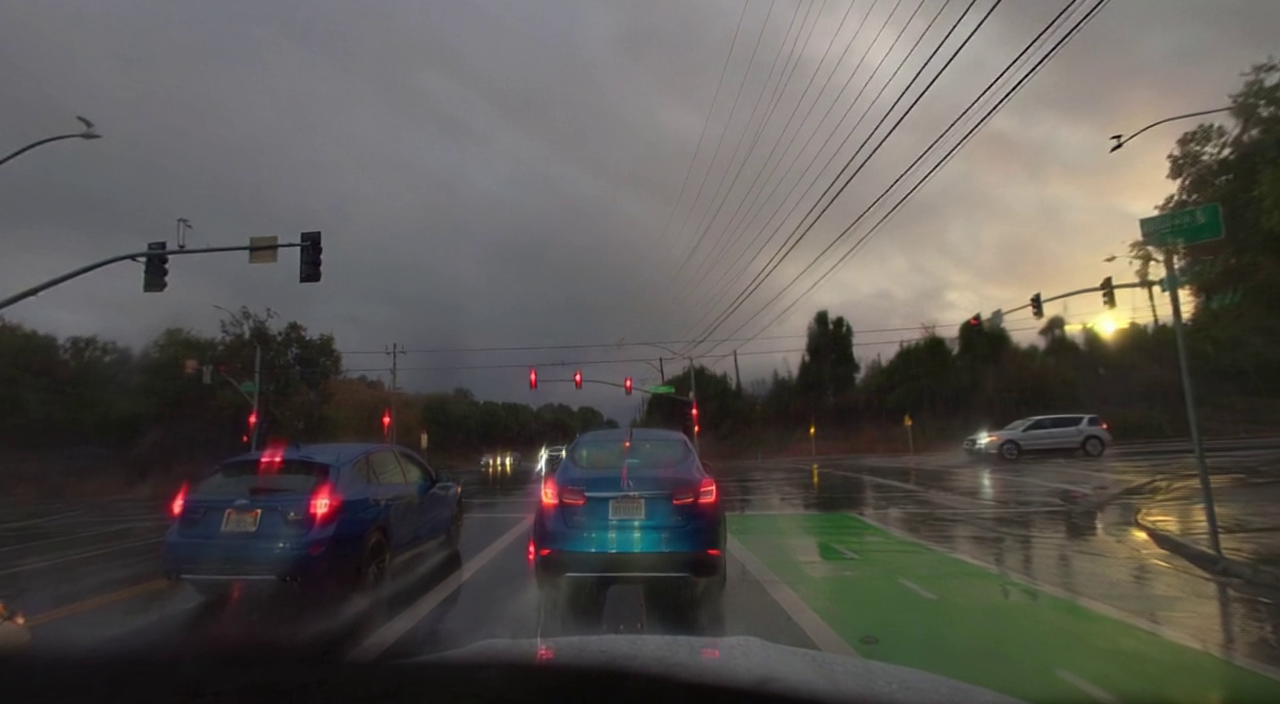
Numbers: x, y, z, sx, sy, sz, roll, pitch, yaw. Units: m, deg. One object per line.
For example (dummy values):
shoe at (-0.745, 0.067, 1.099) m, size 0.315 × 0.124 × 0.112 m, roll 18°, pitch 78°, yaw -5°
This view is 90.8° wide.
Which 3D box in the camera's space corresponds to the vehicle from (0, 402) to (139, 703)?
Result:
vehicle at (-3.482, 0.651, 0.317) m, size 2.138 × 1.488 × 5.327 m, roll 0°, pitch -8°, yaw 0°

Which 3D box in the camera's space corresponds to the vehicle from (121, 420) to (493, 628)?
vehicle at (-2.915, 1.593, 6.646) m, size 1.726 × 1.506 × 3.840 m, roll 0°, pitch -10°, yaw 1°

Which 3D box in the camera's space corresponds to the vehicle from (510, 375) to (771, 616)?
vehicle at (-0.032, 1.562, 7.645) m, size 2.036 × 1.885 × 5.196 m, roll 0°, pitch -10°, yaw -1°
